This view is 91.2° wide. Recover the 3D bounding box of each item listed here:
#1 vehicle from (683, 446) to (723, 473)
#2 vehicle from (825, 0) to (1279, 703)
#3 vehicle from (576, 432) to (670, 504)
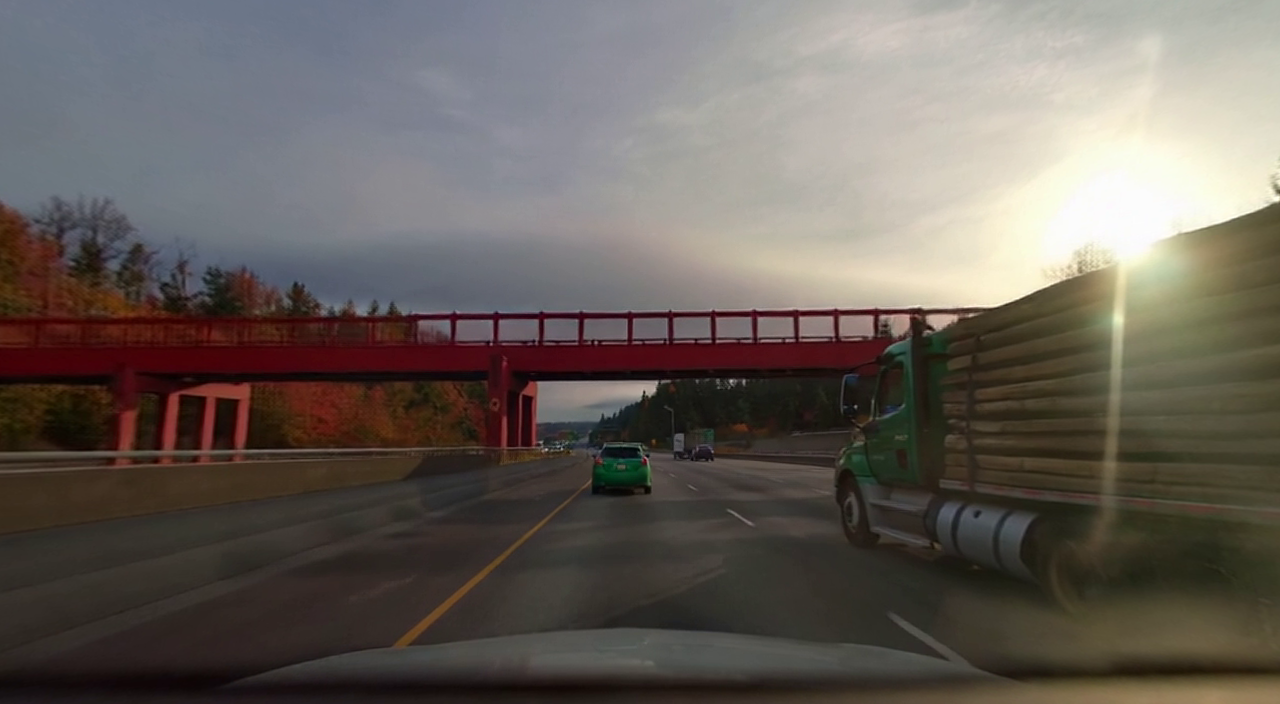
[{"bbox_3d":[3.734,6.418,37.685,1.894,1.487,3.751,0,-9,-2],"label":"vehicle"},{"bbox_3d":[4.258,-0.030,4.394,2.992,3.920,8.831,0,-9,-1],"label":"vehicle"},{"bbox_3d":[-0.440,3.107,17.132,2.259,1.699,4.015,0,-9,-1],"label":"vehicle"}]
